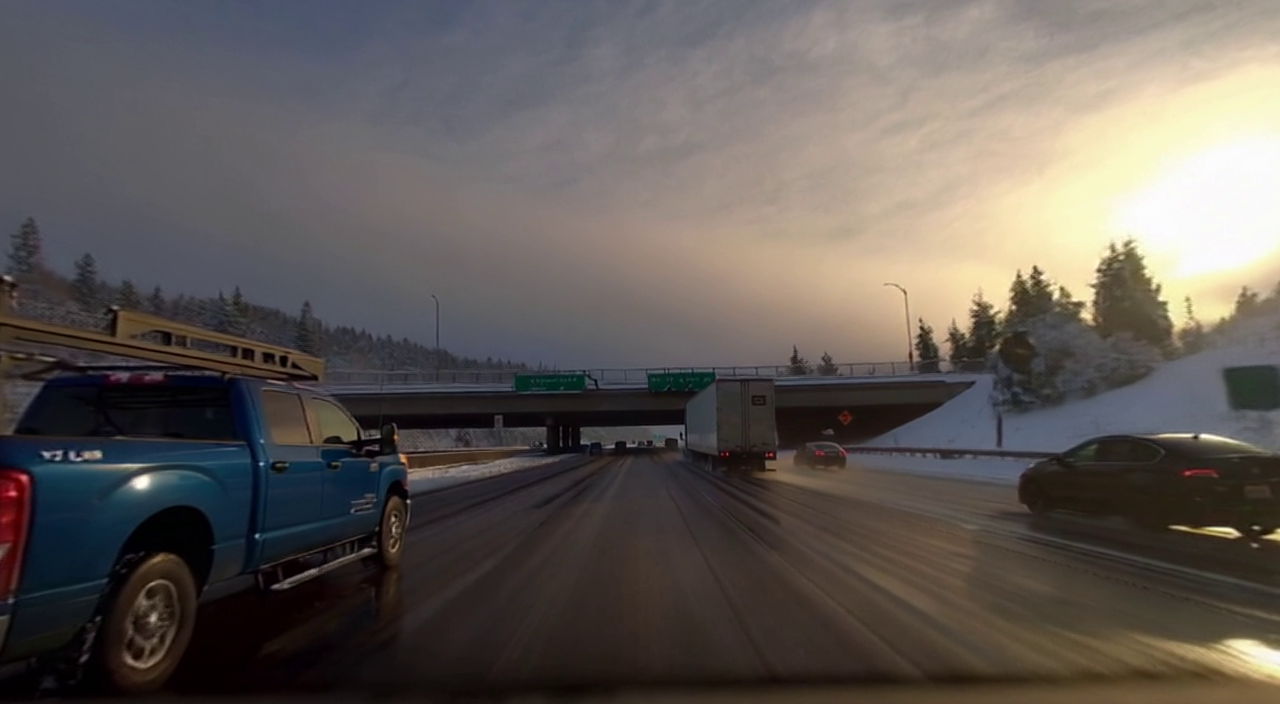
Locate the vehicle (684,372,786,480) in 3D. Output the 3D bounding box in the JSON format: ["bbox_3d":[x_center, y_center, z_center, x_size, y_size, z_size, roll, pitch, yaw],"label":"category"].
[{"bbox_3d":[3.999,3.709,30.066,2.885,4.036,12.891,0,-8,0],"label":"vehicle"}]

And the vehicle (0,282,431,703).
[{"bbox_3d":[-3.939,1.067,4.709,2.599,2.054,6.288,0,-8,0],"label":"vehicle"}]

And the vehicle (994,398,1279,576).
[{"bbox_3d":[7.084,1.630,8.405,1.999,1.700,4.640,0,-8,0],"label":"vehicle"}]

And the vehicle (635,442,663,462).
[{"bbox_3d":[0.672,7.699,48.436,2.092,1.446,4.092,0,-8,0],"label":"vehicle"}]

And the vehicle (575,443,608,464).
[{"bbox_3d":[-3.523,7.470,46.674,2.077,1.446,4.106,0,-8,0],"label":"vehicle"}]
